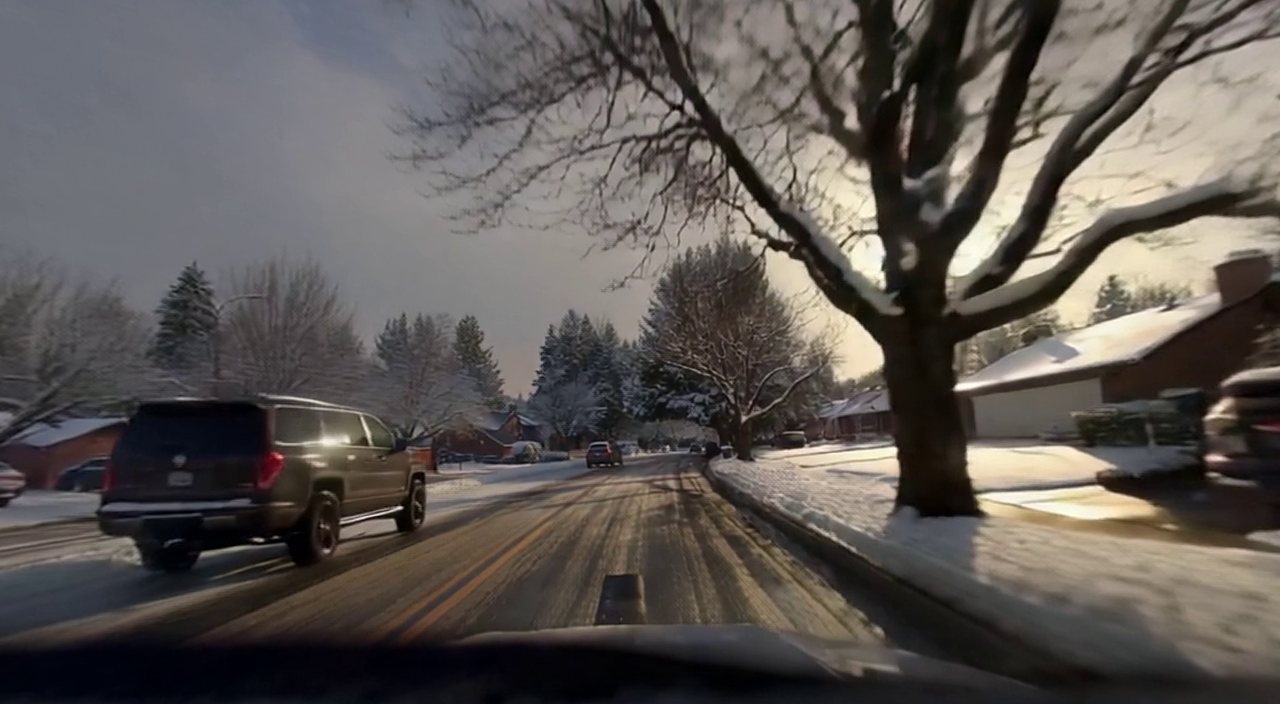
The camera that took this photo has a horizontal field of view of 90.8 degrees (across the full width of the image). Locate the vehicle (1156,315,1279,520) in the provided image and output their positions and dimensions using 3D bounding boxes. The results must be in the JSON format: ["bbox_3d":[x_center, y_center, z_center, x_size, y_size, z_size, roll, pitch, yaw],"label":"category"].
[{"bbox_3d":[8.801,0.611,6.005,5.492,1.923,2.103,-3,-9,22],"label":"vehicle"}]

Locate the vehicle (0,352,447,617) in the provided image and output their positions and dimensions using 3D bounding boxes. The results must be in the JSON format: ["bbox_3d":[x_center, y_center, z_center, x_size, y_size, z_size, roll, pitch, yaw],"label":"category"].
[{"bbox_3d":[-4.171,1.417,7.614,2.085,2.084,5.133,0,-9,0],"label":"vehicle"}]

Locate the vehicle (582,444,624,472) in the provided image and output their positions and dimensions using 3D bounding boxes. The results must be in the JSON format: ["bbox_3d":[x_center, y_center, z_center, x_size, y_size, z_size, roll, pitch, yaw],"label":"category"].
[{"bbox_3d":[-2.287,6.670,40.093,2.001,1.664,4.174,-1,-9,6],"label":"vehicle"}]
